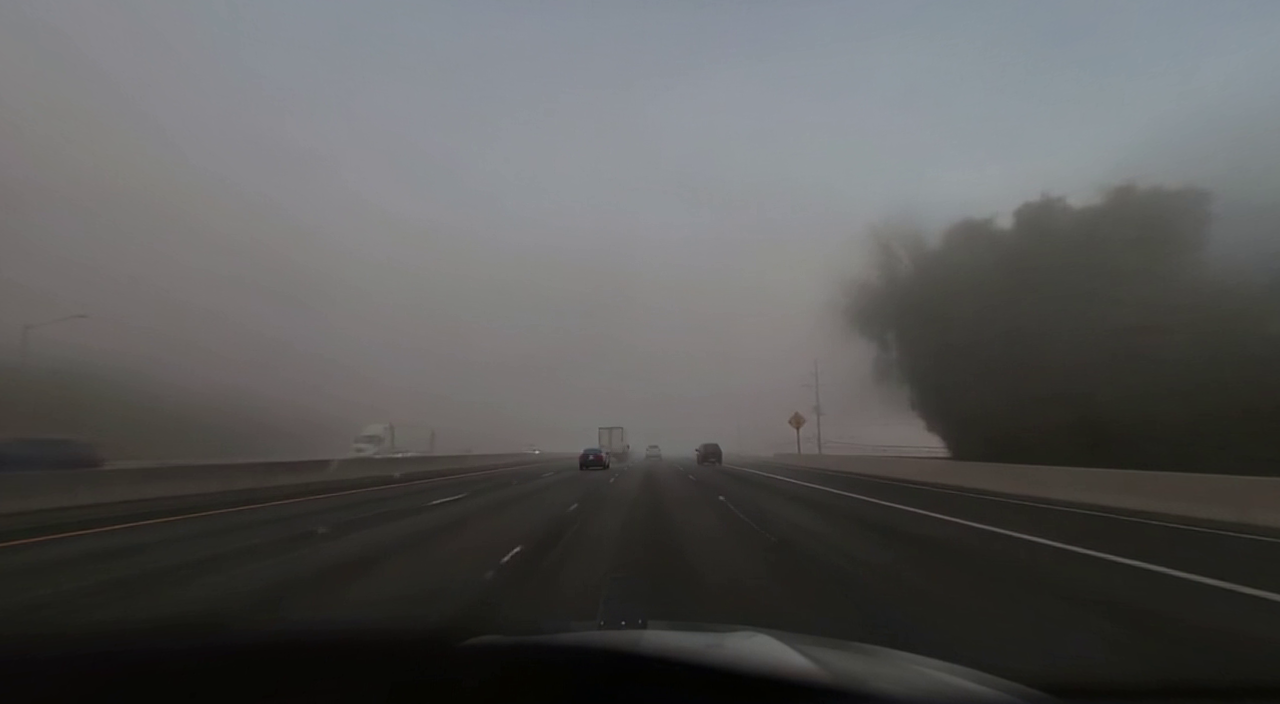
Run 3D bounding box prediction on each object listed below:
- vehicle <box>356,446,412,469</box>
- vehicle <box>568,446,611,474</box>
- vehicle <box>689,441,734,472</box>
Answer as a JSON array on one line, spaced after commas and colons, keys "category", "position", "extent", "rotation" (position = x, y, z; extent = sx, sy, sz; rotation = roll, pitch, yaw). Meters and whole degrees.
[{"category": "vehicle", "position": [-18.105, 7.476, 44.849], "extent": [1.944, 1.513, 4.559], "rotation": [0, -9, 2]}, {"category": "vehicle", "position": [-2.777, 6.062, 35.513], "extent": [2.004, 1.498, 4.043], "rotation": [0, -9, 1]}, {"category": "vehicle", "position": [4.427, 6.542, 39.627], "extent": [2.214, 1.799, 4.627], "rotation": [0, -9, -1]}]
